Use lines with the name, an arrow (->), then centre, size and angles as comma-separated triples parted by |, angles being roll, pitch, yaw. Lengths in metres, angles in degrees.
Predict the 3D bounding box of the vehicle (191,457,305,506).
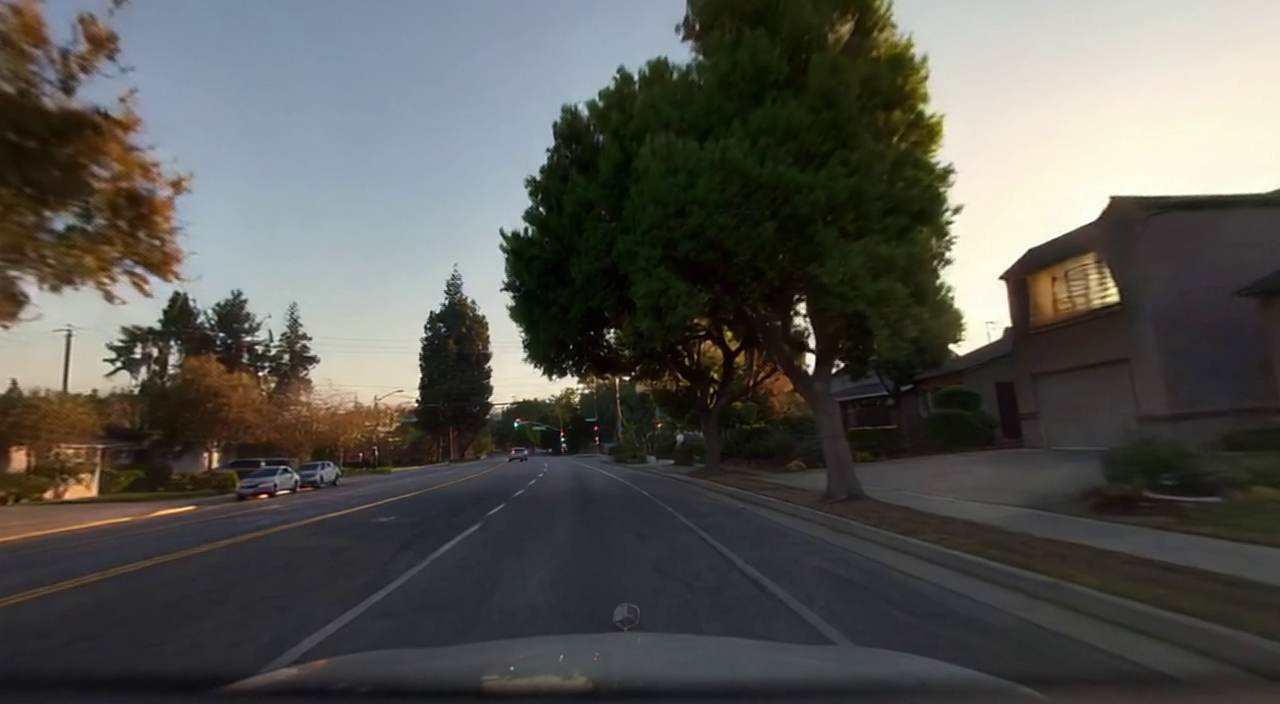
vehicle -> -16.717, 5.511, 27.354 | 2.029, 1.726, 5.366 | -4, -9, -6
